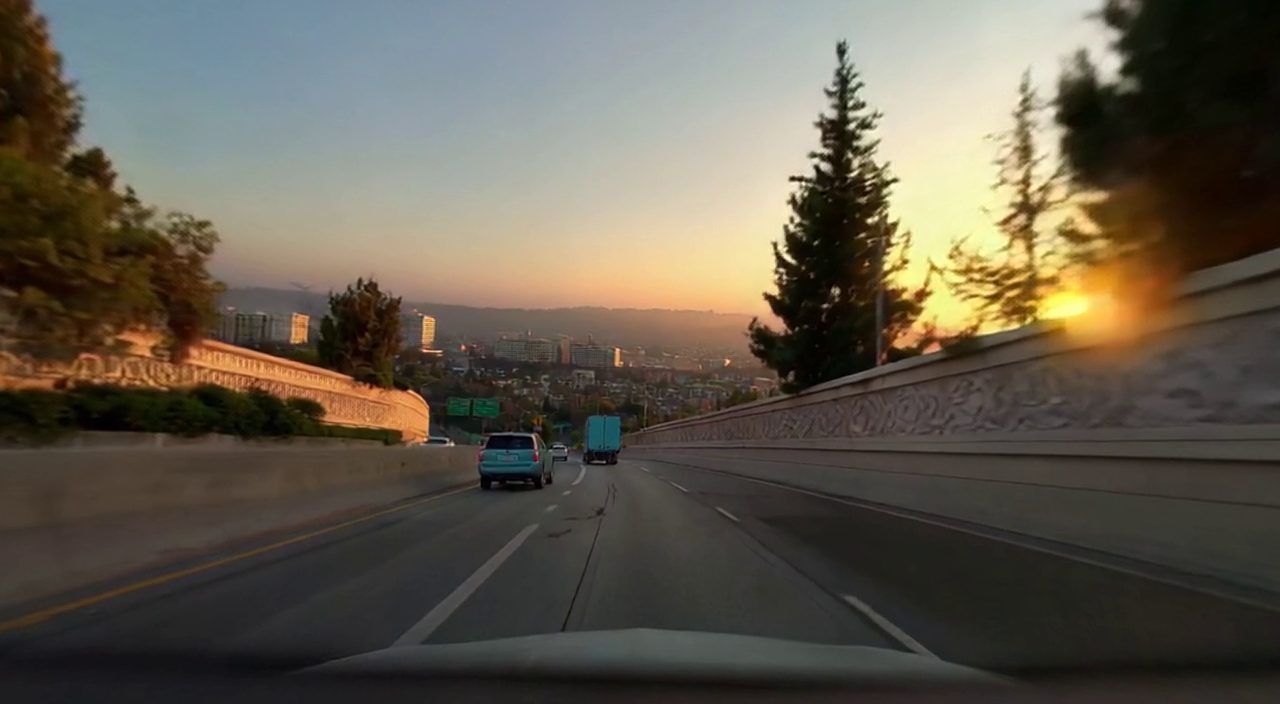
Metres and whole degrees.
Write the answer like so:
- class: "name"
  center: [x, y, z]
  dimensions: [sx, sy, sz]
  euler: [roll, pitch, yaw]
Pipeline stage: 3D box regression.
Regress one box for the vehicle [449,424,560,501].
- class: "vehicle"
  center: [-3.409, 2.877, 16.746]
  dimensions: [2.041, 1.734, 4.391]
  euler: [1, -9, -1]
